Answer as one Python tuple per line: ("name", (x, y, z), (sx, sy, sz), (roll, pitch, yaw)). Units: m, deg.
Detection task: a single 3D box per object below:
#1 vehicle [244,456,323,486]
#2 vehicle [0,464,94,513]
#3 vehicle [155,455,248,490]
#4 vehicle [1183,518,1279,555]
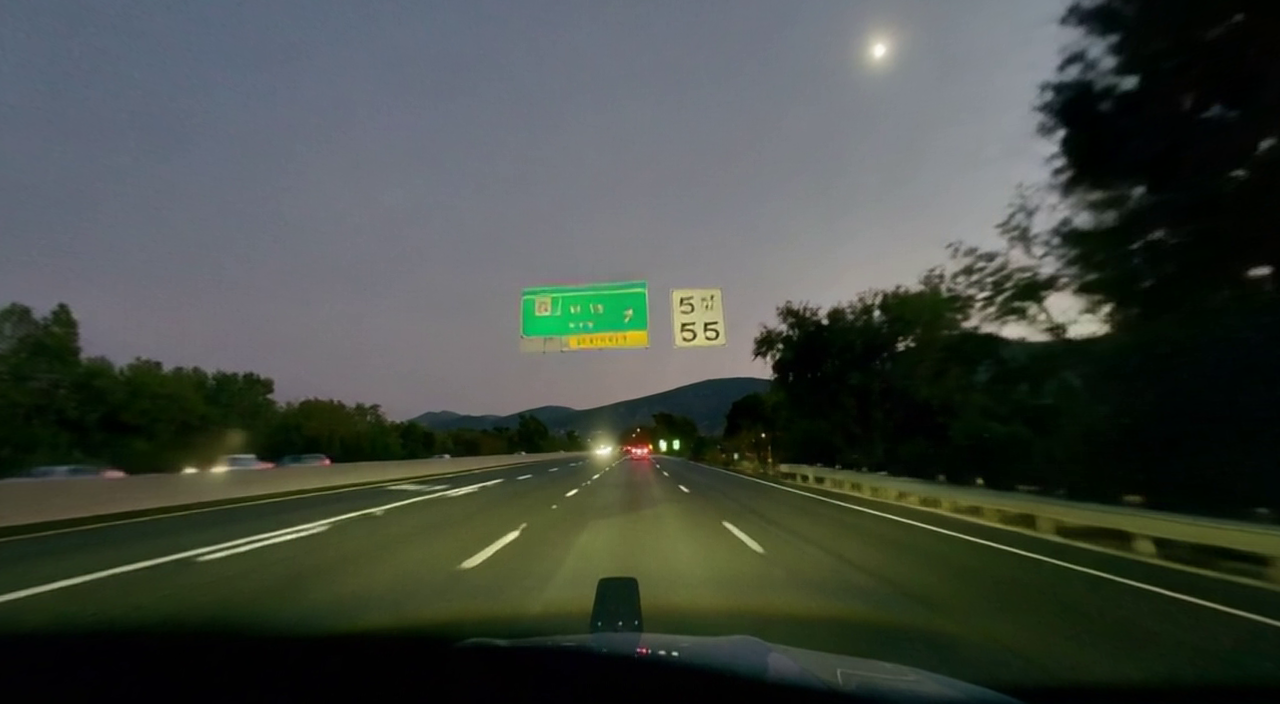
("vehicle", (-21.153, 7.068, 37.751), (2.056, 1.552, 4.612), (-1, -9, 0))
("vehicle", (-21.394, 4.580, 21.273), (1.853, 1.495, 4.676), (-1, -9, 0))
("vehicle", (-25.531, 7.001, 37.019), (2.159, 1.773, 4.512), (-1, -9, 0))
("vehicle", (34.908, 10.754, 36.940), (4.190, 1.776, 2.089), (0, -8, 2))
